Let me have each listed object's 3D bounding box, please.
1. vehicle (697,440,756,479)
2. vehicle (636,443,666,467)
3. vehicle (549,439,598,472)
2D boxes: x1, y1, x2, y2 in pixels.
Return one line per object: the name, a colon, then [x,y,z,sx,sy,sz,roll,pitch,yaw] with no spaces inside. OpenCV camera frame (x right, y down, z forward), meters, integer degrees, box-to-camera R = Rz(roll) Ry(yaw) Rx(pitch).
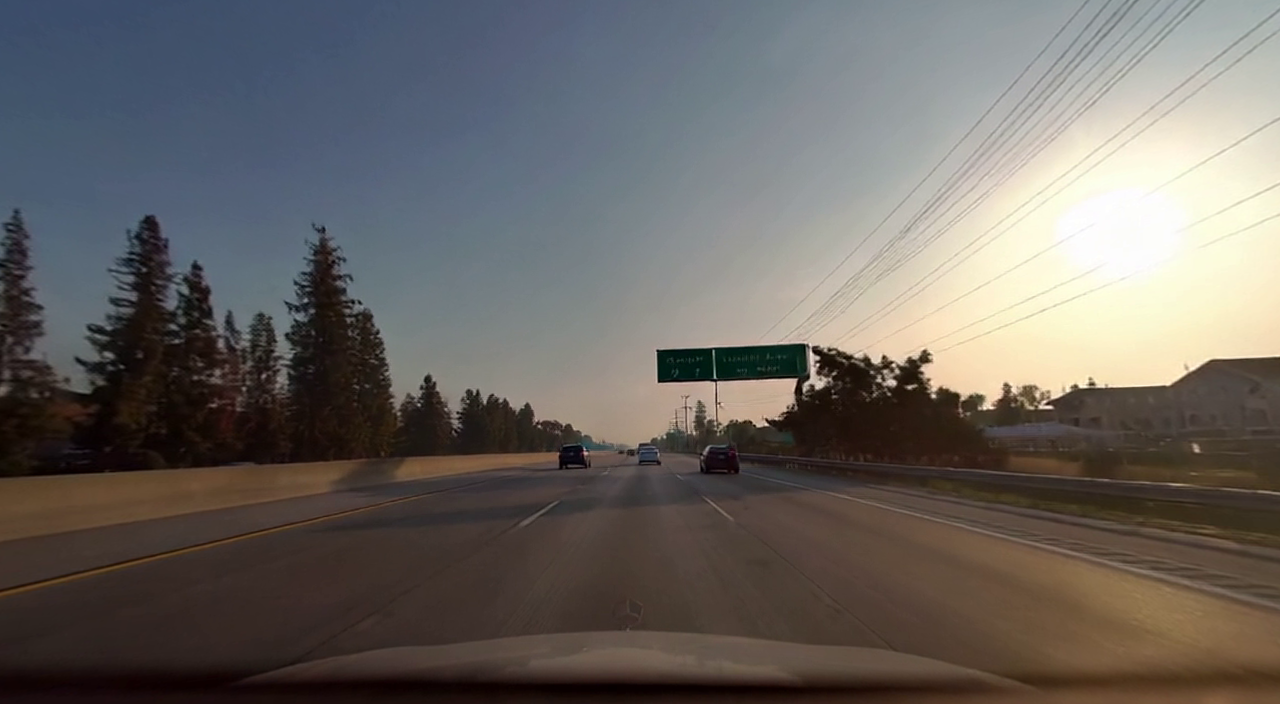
vehicle: [3.667,4.620,27.384,1.996,1.579,3.841,0,-8,0]
vehicle: [0.718,7.153,44.044,2.049,1.620,4.153,0,-8,0]
vehicle: [-3.686,5.852,35.897,2.217,1.773,4.553,0,-8,1]
